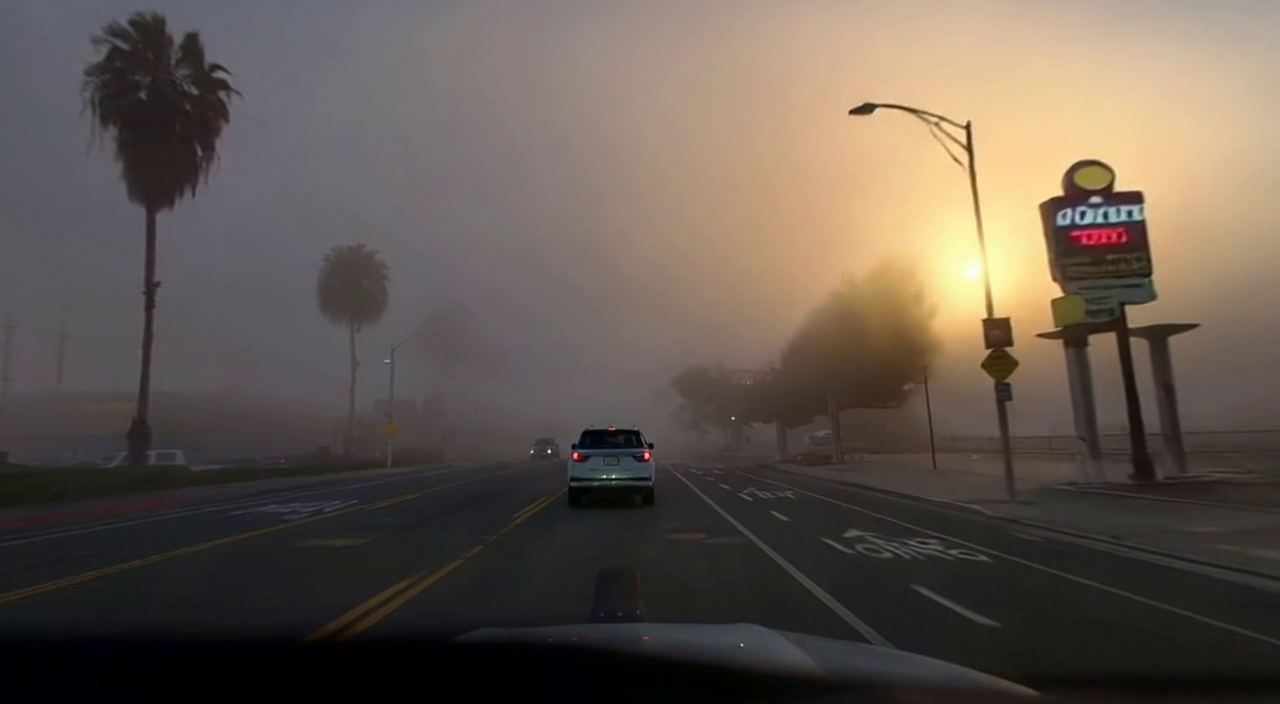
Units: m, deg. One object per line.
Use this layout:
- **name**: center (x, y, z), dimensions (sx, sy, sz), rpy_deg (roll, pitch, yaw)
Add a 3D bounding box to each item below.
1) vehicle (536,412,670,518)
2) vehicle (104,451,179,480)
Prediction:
- **vehicle**: center (-0.655, 2.203, 12.696), dimensions (2.239, 1.763, 4.096), rpy_deg (0, -8, -1)
- **vehicle**: center (-29.185, 6.617, 37.011), dimensions (2.172, 1.504, 4.669), rpy_deg (3, -9, -23)
